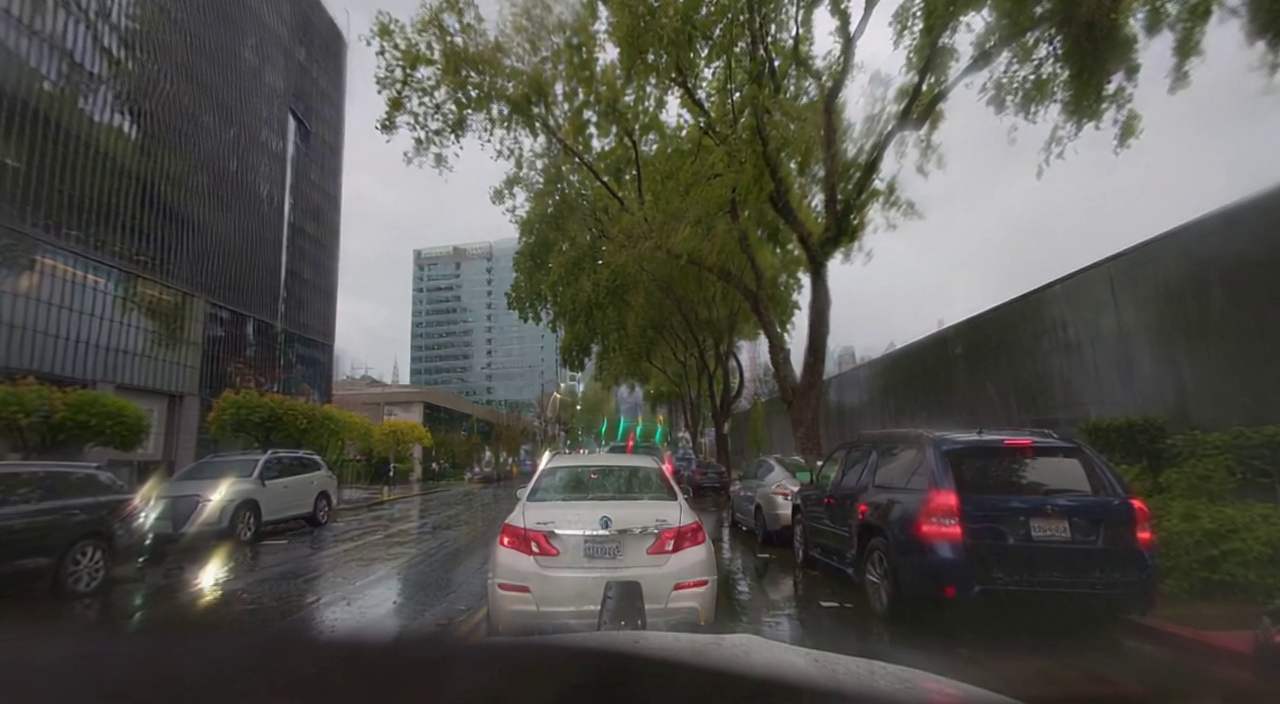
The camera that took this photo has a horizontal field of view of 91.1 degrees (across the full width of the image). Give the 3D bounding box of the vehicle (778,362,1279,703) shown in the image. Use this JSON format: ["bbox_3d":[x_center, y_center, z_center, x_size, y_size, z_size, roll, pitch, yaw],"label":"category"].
[{"bbox_3d":[2.710,1.421,5.696,1.868,1.920,4.501,1,-10,0],"label":"vehicle"}]

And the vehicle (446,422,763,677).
[{"bbox_3d":[-0.199,1.599,5.927,2.018,1.583,3.646,1,-10,1],"label":"vehicle"}]

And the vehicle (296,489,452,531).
[{"bbox_3d":[-6.969,4.236,17.163,2.223,0.774,4.789,1,-10,0],"label":"vehicle"}]

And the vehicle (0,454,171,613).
[{"bbox_3d":[-6.983,1.693,5.875,1.900,1.471,4.202,1,-10,0],"label":"vehicle"}]

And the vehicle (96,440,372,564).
[{"bbox_3d":[-6.835,2.593,11.380,1.994,1.701,4.520,-2,-11,-1],"label":"vehicle"}]
